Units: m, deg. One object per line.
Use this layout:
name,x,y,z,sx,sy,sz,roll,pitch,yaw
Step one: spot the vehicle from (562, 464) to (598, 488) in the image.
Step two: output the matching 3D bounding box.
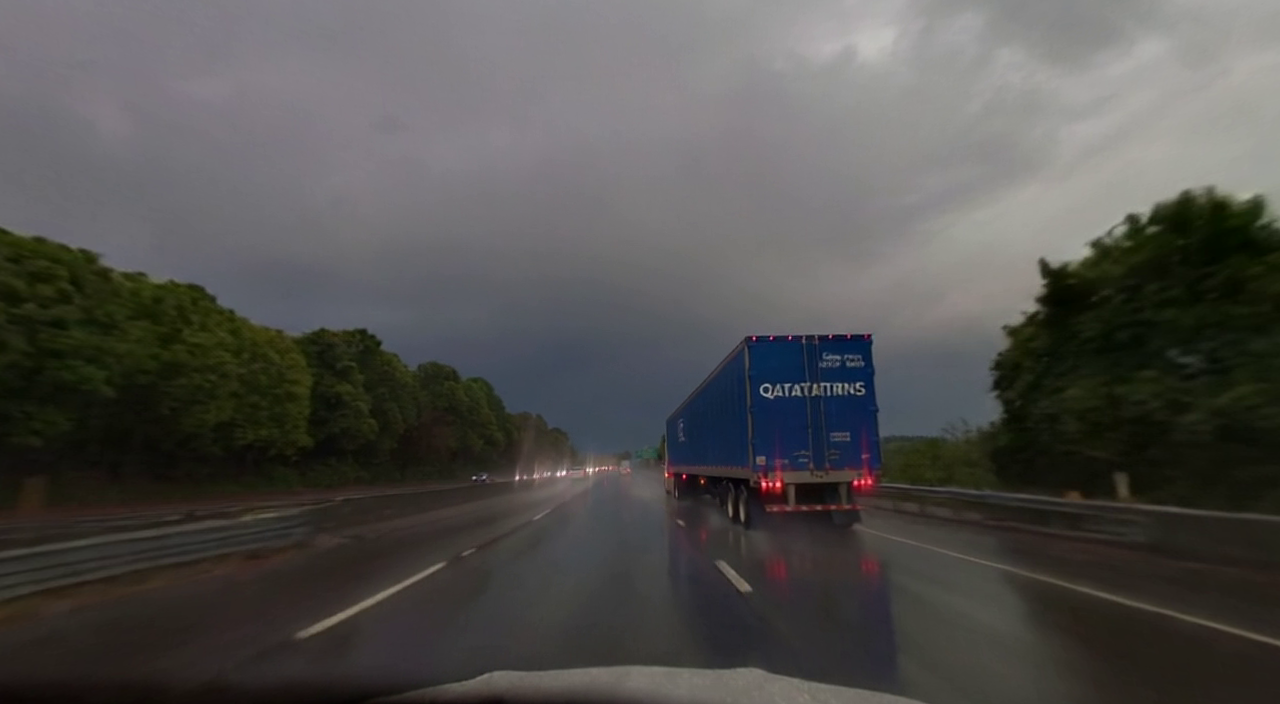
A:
vehicle,-4.309,8.992,45.771,2.180,1.556,4.895,1,-11,-1

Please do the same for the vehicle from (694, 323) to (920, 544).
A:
vehicle,3.489,2.432,16.929,2.871,4.032,10.642,1,-11,-2
